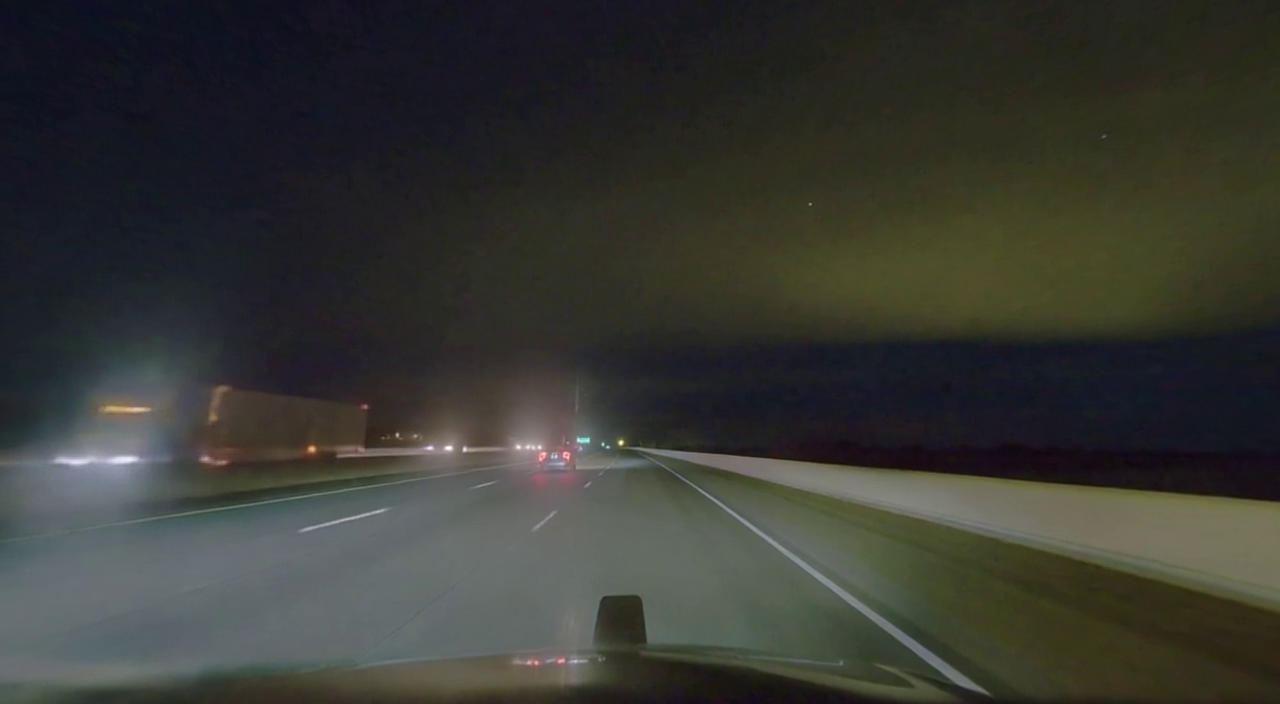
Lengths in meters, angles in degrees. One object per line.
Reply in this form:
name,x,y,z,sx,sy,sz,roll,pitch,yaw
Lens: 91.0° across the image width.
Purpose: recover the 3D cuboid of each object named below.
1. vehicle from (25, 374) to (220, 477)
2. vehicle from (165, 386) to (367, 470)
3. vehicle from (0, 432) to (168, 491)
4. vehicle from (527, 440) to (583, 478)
vehicle,-21.599,3.211,26.878,2.964,3.891,5.988,0,-8,0
vehicle,-21.725,4.881,38.718,2.929,4.118,15.561,0,-9,0
vehicle,-17.138,3.265,19.097,2.064,1.556,4.548,0,-8,0
vehicle,-4.043,5.159,30.642,2.133,1.683,4.340,0,-8,0
